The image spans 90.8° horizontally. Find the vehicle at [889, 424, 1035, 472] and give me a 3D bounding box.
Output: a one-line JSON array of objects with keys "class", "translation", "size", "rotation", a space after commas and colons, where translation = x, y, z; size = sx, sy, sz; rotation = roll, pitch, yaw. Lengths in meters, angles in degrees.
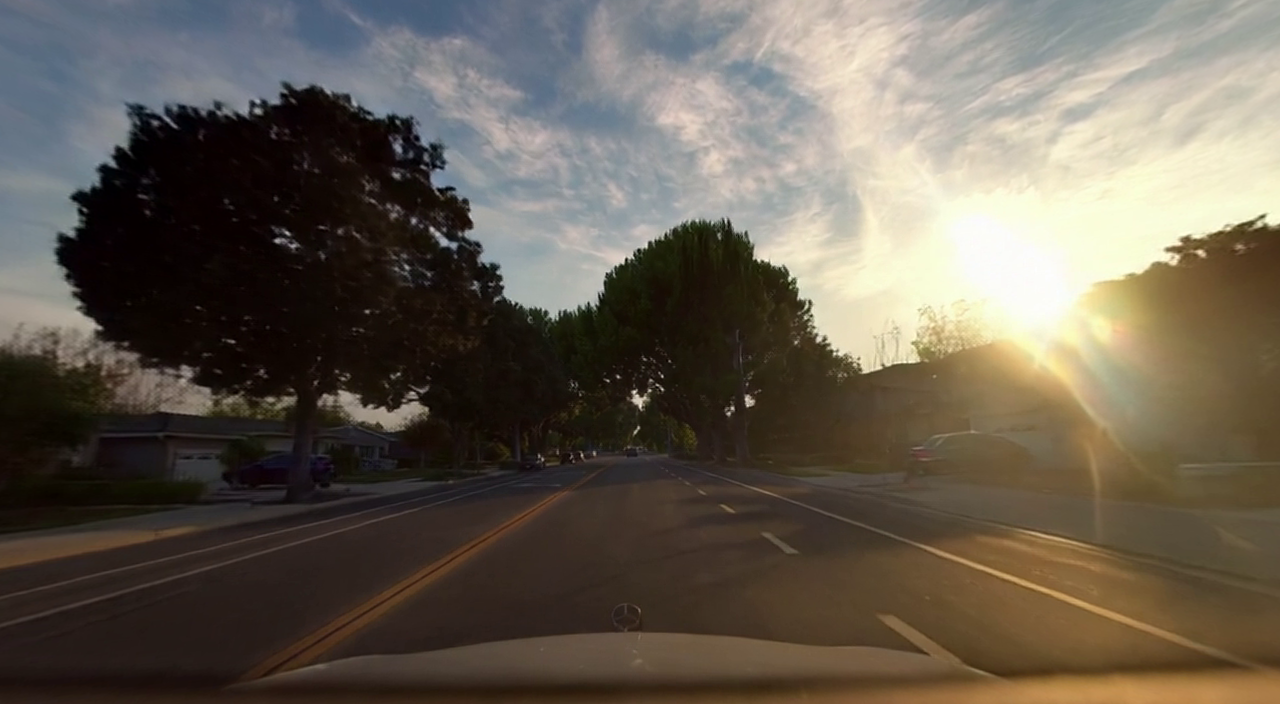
[{"class": "vehicle", "translation": [11.976, 3.602, 23.721], "size": [4.392, 1.685, 1.959], "rotation": [0, -9, -4]}]

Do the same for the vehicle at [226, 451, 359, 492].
[{"class": "vehicle", "translation": [-15.686, 5.393, 28.716], "size": [4.859, 1.780, 2.031], "rotation": [-1, -9, 2]}]
